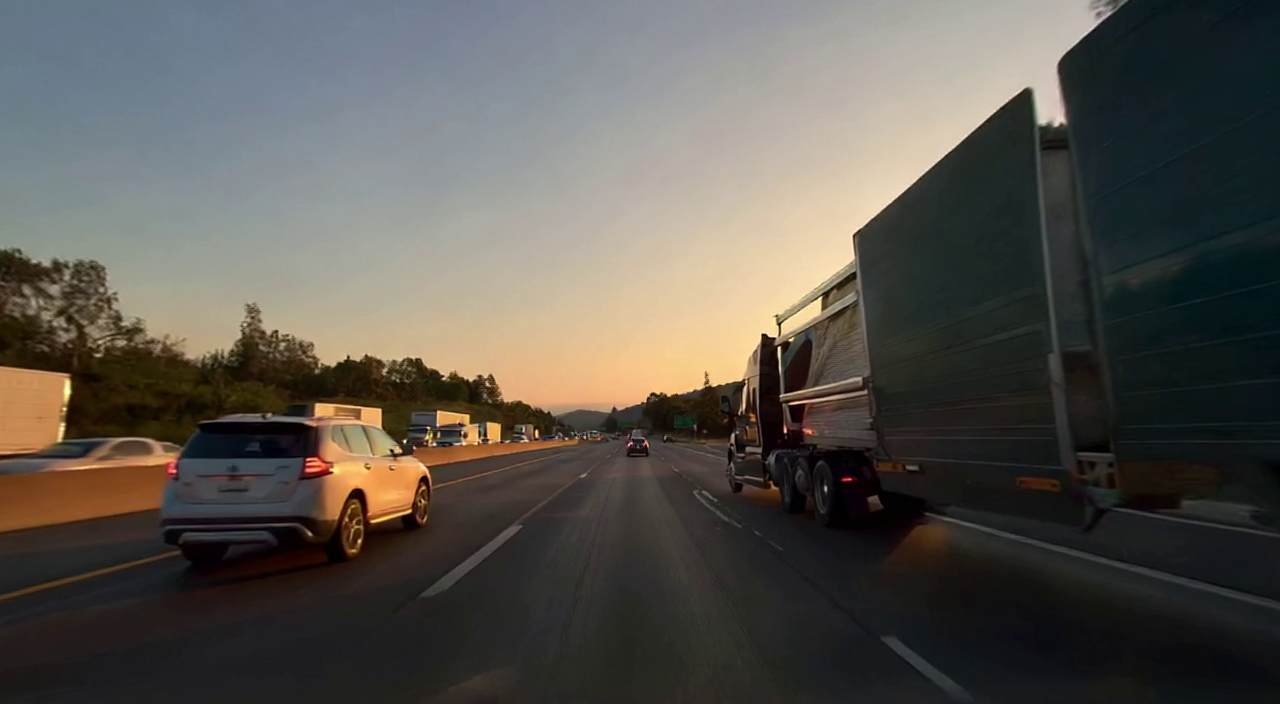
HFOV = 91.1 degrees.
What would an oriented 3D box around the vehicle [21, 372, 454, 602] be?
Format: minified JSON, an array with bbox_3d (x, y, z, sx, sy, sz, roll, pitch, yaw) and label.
[{"bbox_3d":[-4.032,1.423,7.618,2.115,1.887,4.721,0,-8,0],"label":"vehicle"}]

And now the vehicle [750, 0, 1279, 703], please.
[{"bbox_3d":[3.594,-0.218,4.496,2.899,4.264,14.325,1,-8,-1],"label":"vehicle"}]

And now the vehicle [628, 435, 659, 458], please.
[{"bbox_3d":[0.236,6.583,44.068,2.051,1.528,4.265,0,-8,0],"label":"vehicle"}]

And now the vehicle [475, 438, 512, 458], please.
[{"bbox_3d":[-11.298,7.461,48.855,1.891,1.475,3.958,0,-8,1],"label":"vehicle"}]
